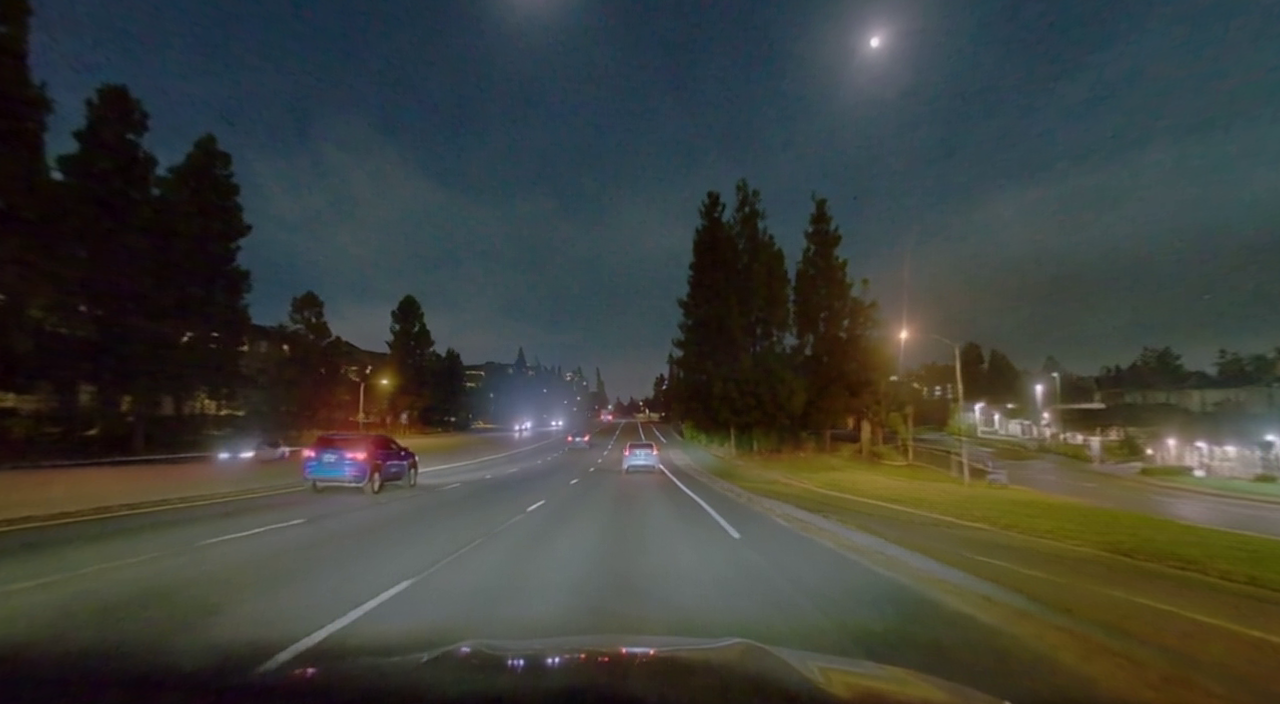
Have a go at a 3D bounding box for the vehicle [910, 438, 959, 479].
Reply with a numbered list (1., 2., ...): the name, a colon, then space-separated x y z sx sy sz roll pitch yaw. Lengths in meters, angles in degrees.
1. vehicle: 18.102 6.489 39.029 1.849 1.958 4.453 -2 -3 14

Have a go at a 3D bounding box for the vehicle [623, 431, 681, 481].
1. vehicle: 0.459 4.171 25.535 2.125 1.830 4.370 0 -8 0

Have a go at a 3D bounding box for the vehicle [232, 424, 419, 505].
1. vehicle: -7.472 2.726 15.776 1.997 1.650 5.090 0 -8 1

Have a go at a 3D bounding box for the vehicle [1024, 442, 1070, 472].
1. vehicle: 29.332 7.535 45.640 2.059 1.942 4.496 -5 -9 25

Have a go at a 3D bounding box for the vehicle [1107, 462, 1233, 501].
1. vehicle: 25.797 6.276 30.990 1.862 1.481 4.503 0 -7 -9
